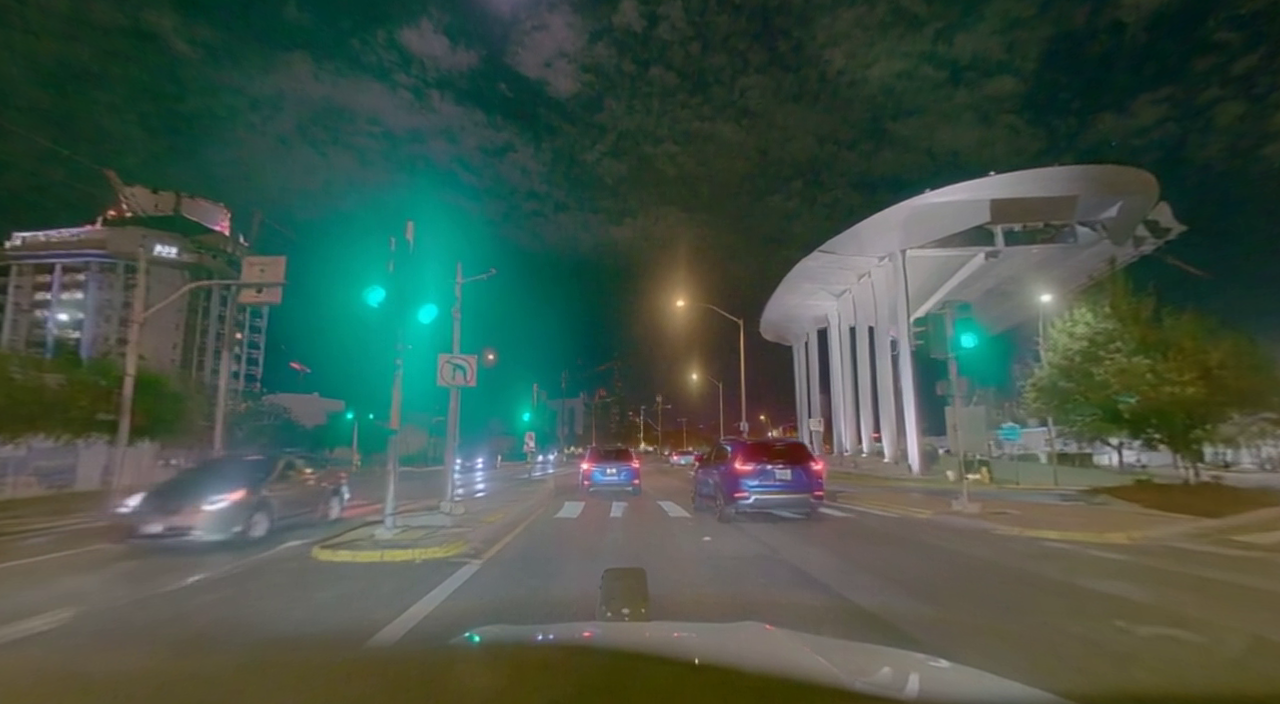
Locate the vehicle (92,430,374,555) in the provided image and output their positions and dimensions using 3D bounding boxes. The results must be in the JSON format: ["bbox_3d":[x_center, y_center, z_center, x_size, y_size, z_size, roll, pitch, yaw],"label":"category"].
[{"bbox_3d":[-6.338,2.201,10.568,2.092,1.629,4.133,0,-9,-3],"label":"vehicle"}]

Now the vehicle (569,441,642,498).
[{"bbox_3d":[-1.204,3.762,20.553,2.132,1.632,3.889,0,-9,-5],"label":"vehicle"}]

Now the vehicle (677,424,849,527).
[{"bbox_3d":[2.334,2.561,13.628,2.320,1.772,4.872,0,-9,-5],"label":"vehicle"}]

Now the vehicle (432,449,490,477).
[{"bbox_3d":[-10.756,6.687,38.251,2.121,1.513,4.827,-1,-9,0],"label":"vehicle"}]
